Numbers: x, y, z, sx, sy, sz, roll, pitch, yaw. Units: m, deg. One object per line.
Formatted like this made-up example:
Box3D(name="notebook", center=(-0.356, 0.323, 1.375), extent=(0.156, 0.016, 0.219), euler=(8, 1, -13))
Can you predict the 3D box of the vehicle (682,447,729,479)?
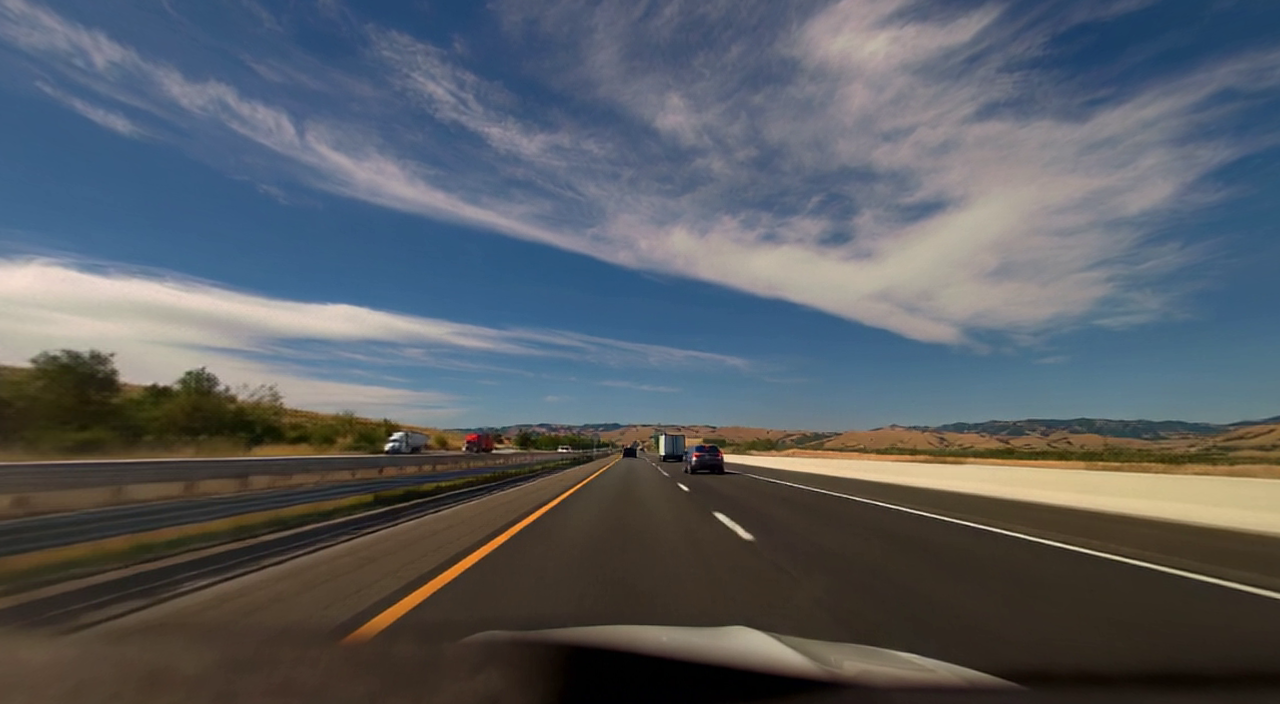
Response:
Box3D(name="vehicle", center=(3.242, 5.530, 31.584), extent=(1.836, 1.459, 3.766), euler=(0, -9, -2))
